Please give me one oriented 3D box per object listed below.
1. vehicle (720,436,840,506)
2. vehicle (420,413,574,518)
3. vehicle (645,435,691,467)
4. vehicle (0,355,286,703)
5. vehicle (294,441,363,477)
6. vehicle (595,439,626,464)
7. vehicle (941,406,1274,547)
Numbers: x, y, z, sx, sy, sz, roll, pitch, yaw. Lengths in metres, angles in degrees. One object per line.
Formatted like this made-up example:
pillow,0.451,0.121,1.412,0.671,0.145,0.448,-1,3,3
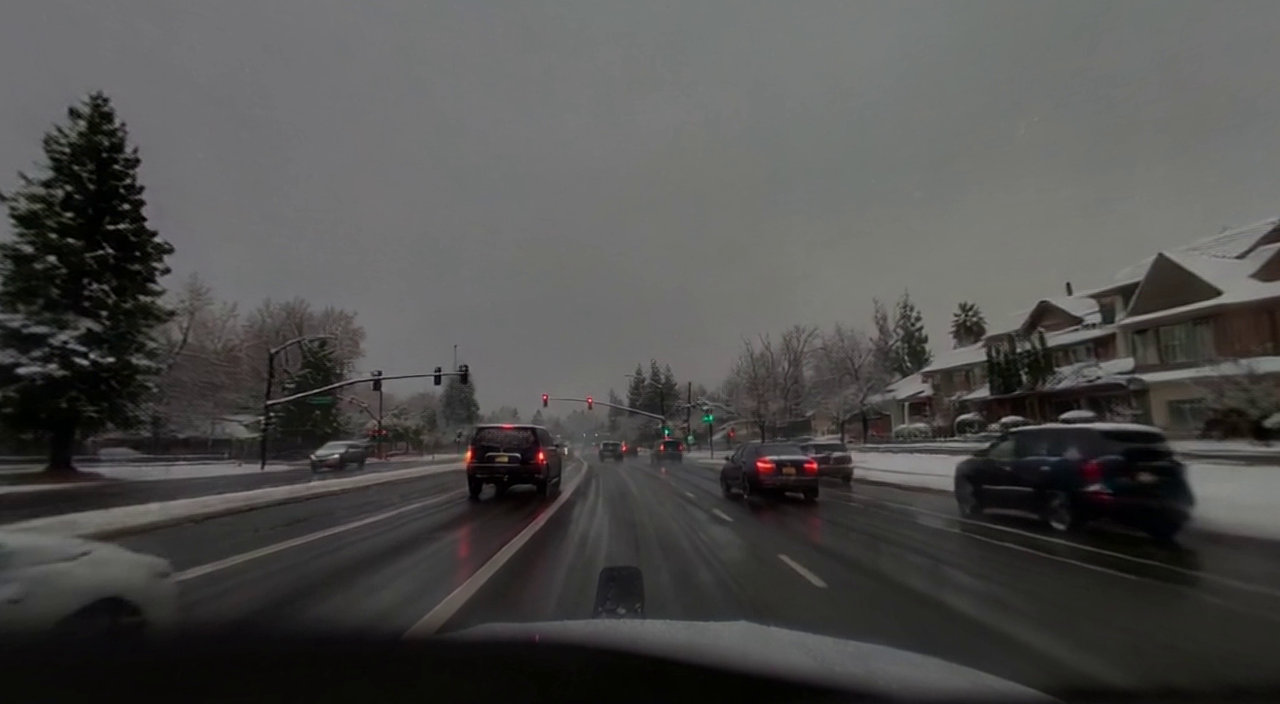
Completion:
vehicle,3.281,2.869,15.703,1.870,1.491,4.009,0,-8,-3
vehicle,-3.016,2.595,15.106,2.354,1.948,6.355,0,-8,-1
vehicle,1.795,6.691,42.861,2.391,1.960,5.600,1,-8,-5
vehicle,-3.056,0.744,1.627,1.922,1.577,4.140,0,-8,-1
vehicle,-18.796,6.445,38.423,2.292,1.990,5.714,2,-9,-12
vehicle,-2.303,7.647,48.683,2.164,1.867,4.254,1,-8,-6
vehicle,7.111,1.921,10.389,2.011,1.805,4.260,0,-8,-3
